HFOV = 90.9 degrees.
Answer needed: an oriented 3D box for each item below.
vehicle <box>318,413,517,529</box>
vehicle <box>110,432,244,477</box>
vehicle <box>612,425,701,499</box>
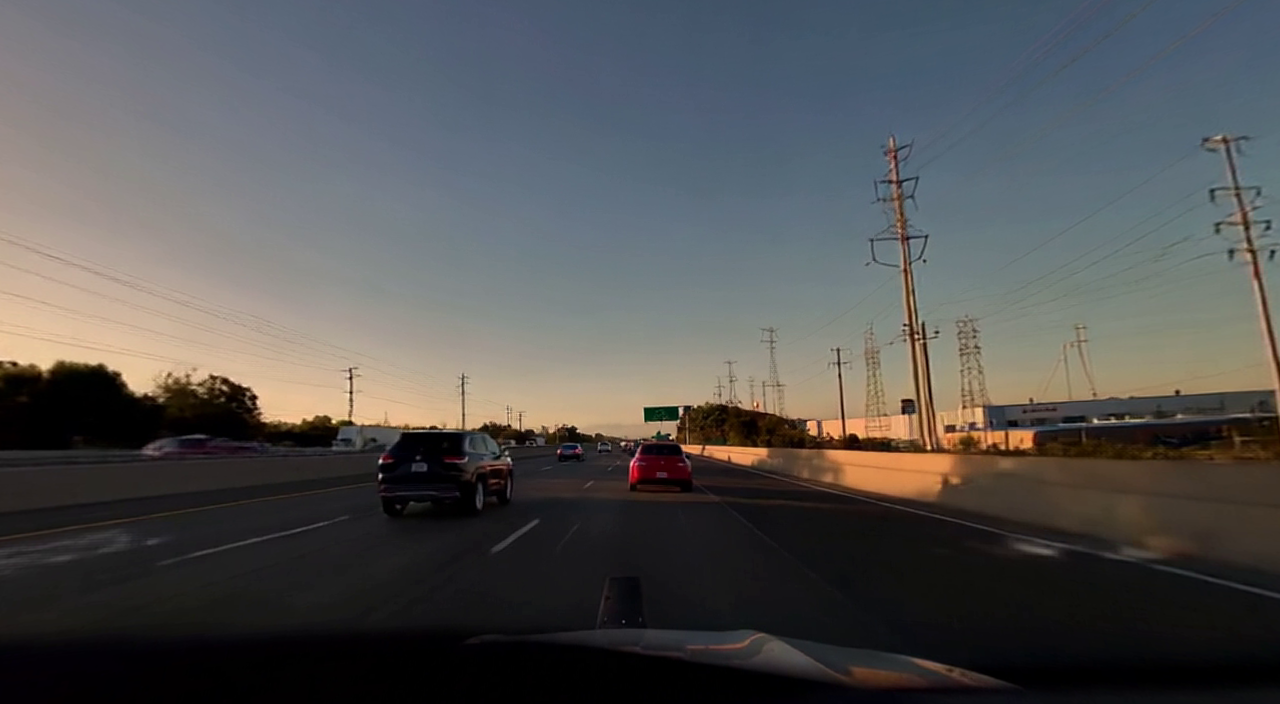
[{"bbox_3d":[-3.870,2.162,11.992,2.125,1.764,4.393,0,-8,1],"label":"vehicle"},{"bbox_3d":[-22.312,4.957,30.801,2.412,1.982,5.458,0,-8,-1],"label":"vehicle"},{"bbox_3d":[0.416,2.926,17.101,2.134,1.733,4.049,0,-8,1],"label":"vehicle"}]
